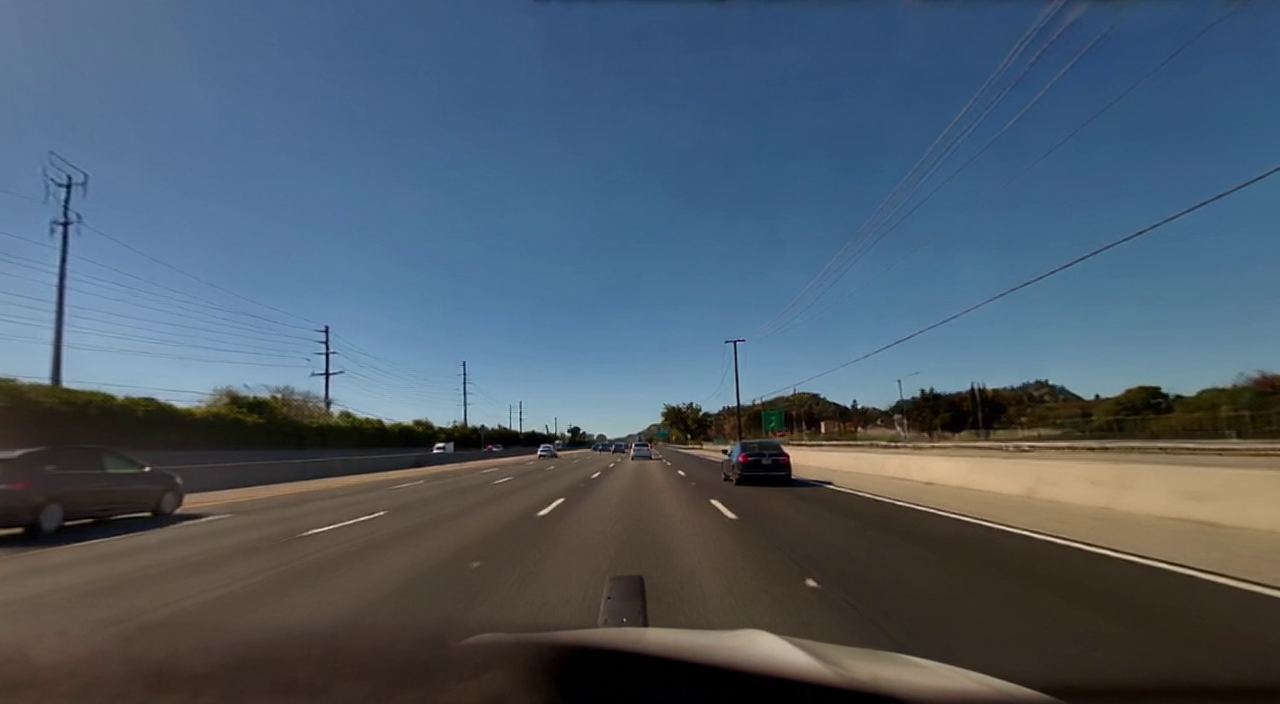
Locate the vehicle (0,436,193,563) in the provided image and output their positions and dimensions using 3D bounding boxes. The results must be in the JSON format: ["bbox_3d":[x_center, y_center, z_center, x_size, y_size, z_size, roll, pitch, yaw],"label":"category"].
[{"bbox_3d":[-10.339,2.380,10.419,2.241,1.810,4.966,-3,-8,1],"label":"vehicle"}]

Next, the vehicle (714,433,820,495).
[{"bbox_3d":[3.449,3.144,18.063,2.060,1.526,4.387,0,-8,-1],"label":"vehicle"}]

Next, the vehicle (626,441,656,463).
[{"bbox_3d":[0.089,7.112,45.136,2.036,1.474,3.969,0,-8,1],"label":"vehicle"}]
